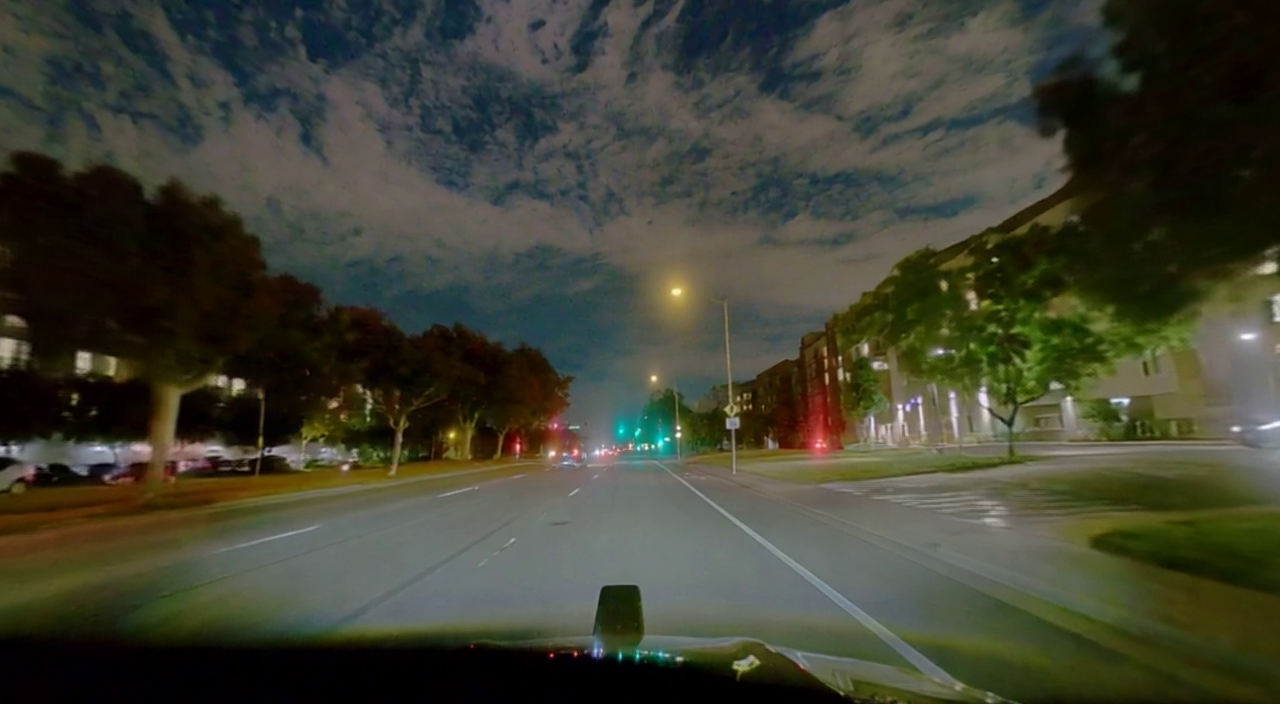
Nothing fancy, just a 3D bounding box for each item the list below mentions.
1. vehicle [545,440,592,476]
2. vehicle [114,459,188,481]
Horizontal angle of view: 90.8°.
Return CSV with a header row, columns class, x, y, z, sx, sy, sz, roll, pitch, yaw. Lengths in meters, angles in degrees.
class,x,y,z,sx,sy,sz,roll,pitch,yaw
vehicle,-3.715,5.582,33.511,1.959,1.741,4.141,0,-9,1
vehicle,-36.937,8.901,47.765,3.950,1.513,1.797,-1,-9,-5
